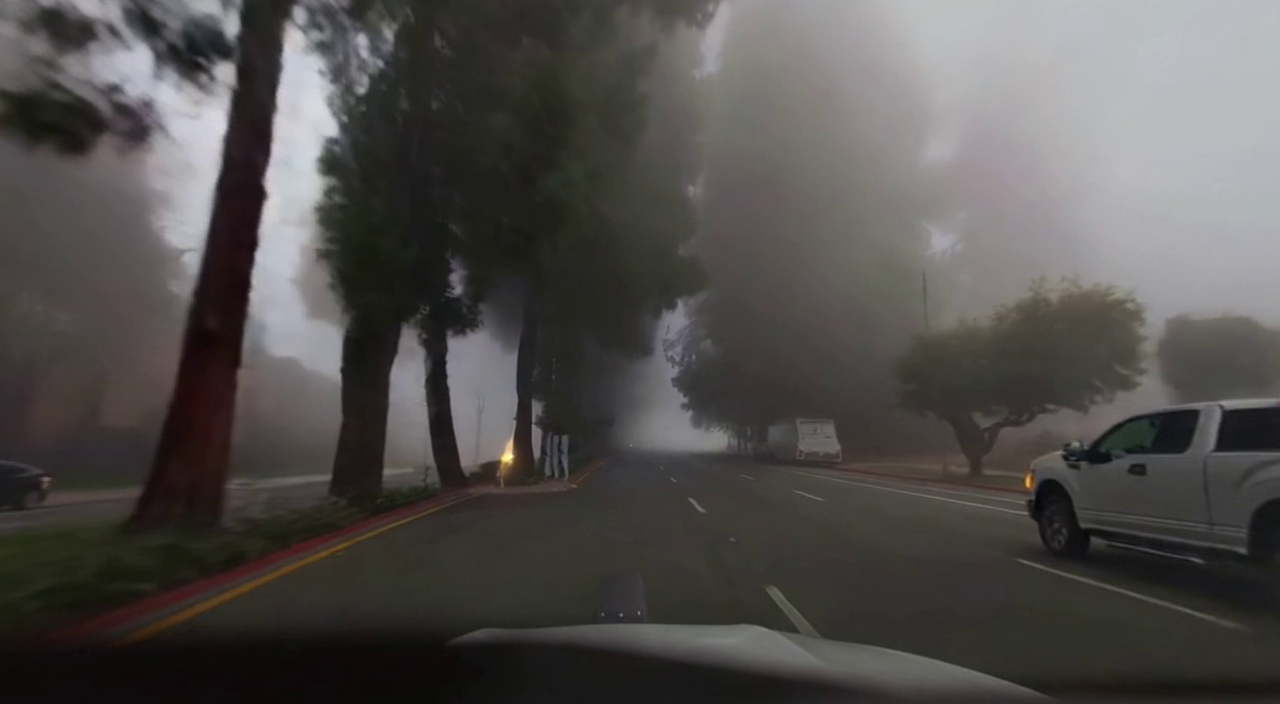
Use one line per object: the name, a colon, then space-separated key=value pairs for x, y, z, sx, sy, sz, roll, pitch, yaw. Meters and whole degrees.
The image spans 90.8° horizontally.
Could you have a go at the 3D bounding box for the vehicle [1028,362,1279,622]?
vehicle: x=6.110 y=1.044 z=4.703 sx=2.493 sy=1.956 sz=6.125 roll=0 pitch=-9 yaw=0

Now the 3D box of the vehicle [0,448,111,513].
vehicle: x=-19.457 y=3.822 z=18.943 sx=2.146 sy=1.848 sz=5.680 roll=-1 pitch=-9 yaw=1

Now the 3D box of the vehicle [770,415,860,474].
vehicle: x=10.174 y=5.536 z=37.810 sx=2.842 sy=2.993 sz=8.104 roll=-3 pitch=-8 yaw=-1

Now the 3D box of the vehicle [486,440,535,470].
vehicle: x=-8.478 y=6.785 z=41.823 sx=2.189 sy=1.816 sz=4.819 roll=0 pitch=-9 yaw=1
